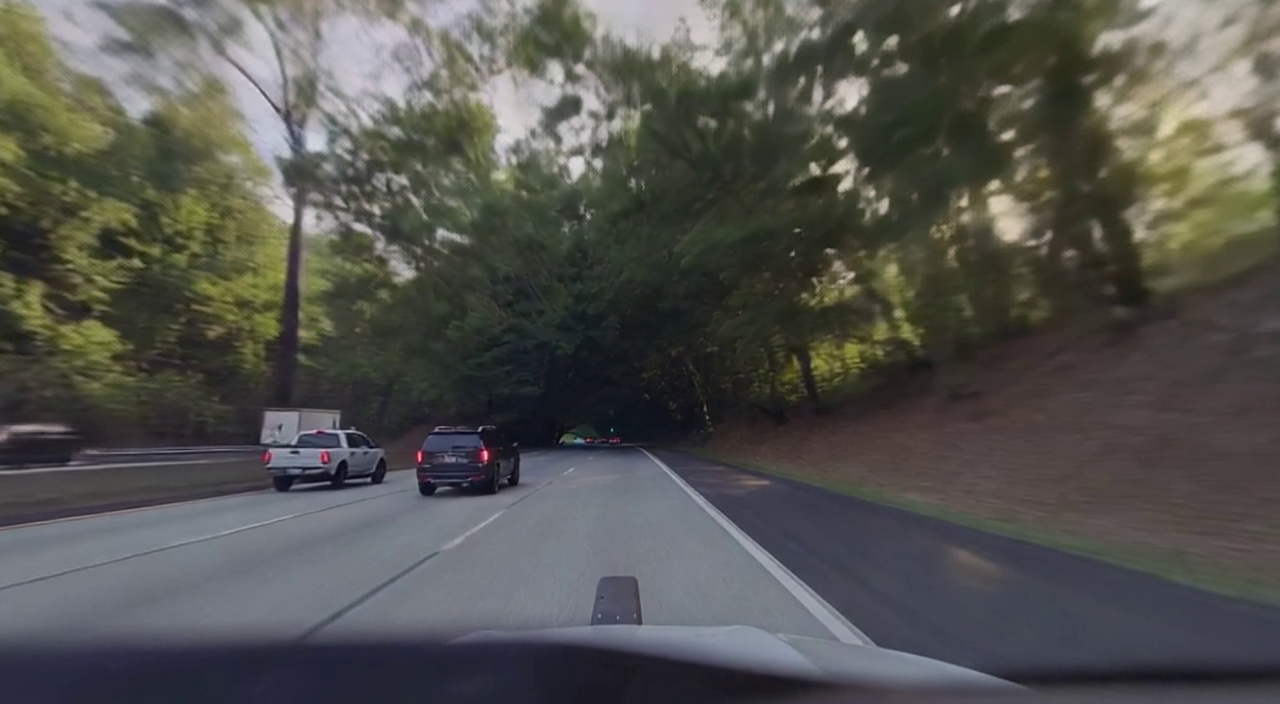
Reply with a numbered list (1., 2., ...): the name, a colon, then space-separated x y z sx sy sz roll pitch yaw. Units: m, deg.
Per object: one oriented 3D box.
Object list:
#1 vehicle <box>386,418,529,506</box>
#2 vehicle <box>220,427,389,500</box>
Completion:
1. vehicle: -3.869 2.390 14.184 2.034 1.675 4.080 0 -8 -1
2. vehicle: -8.031 2.668 15.594 2.000 1.552 3.946 0 -8 -1
